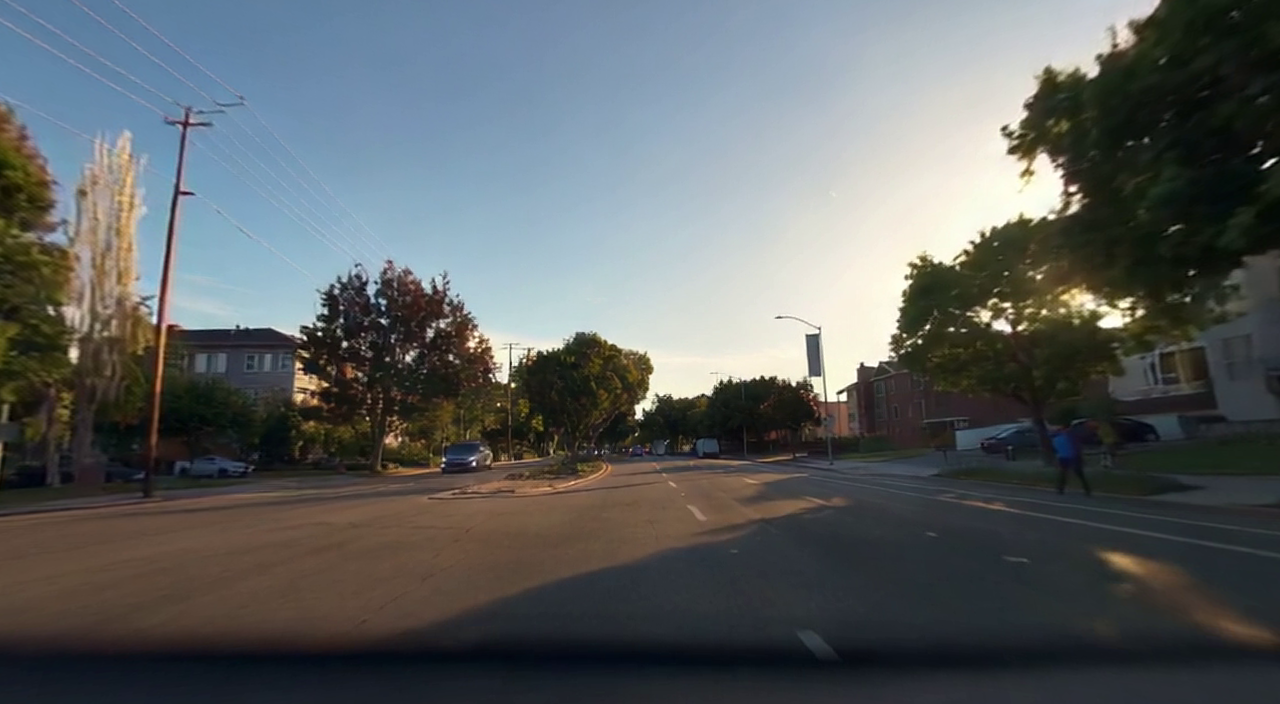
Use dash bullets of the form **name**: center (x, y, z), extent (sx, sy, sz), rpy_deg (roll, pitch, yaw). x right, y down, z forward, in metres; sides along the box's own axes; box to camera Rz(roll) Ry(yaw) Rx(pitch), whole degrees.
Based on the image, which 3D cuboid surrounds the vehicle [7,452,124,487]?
- **vehicle**: center (-35.346, 7.214, 39.100), extent (2.094, 1.839, 5.001), rpy_deg (-4, -9, 11)

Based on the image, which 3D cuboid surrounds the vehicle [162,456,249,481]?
- **vehicle**: center (-29.019, 7.785, 42.354), extent (1.898, 1.489, 4.667), rpy_deg (-2, -9, 13)
